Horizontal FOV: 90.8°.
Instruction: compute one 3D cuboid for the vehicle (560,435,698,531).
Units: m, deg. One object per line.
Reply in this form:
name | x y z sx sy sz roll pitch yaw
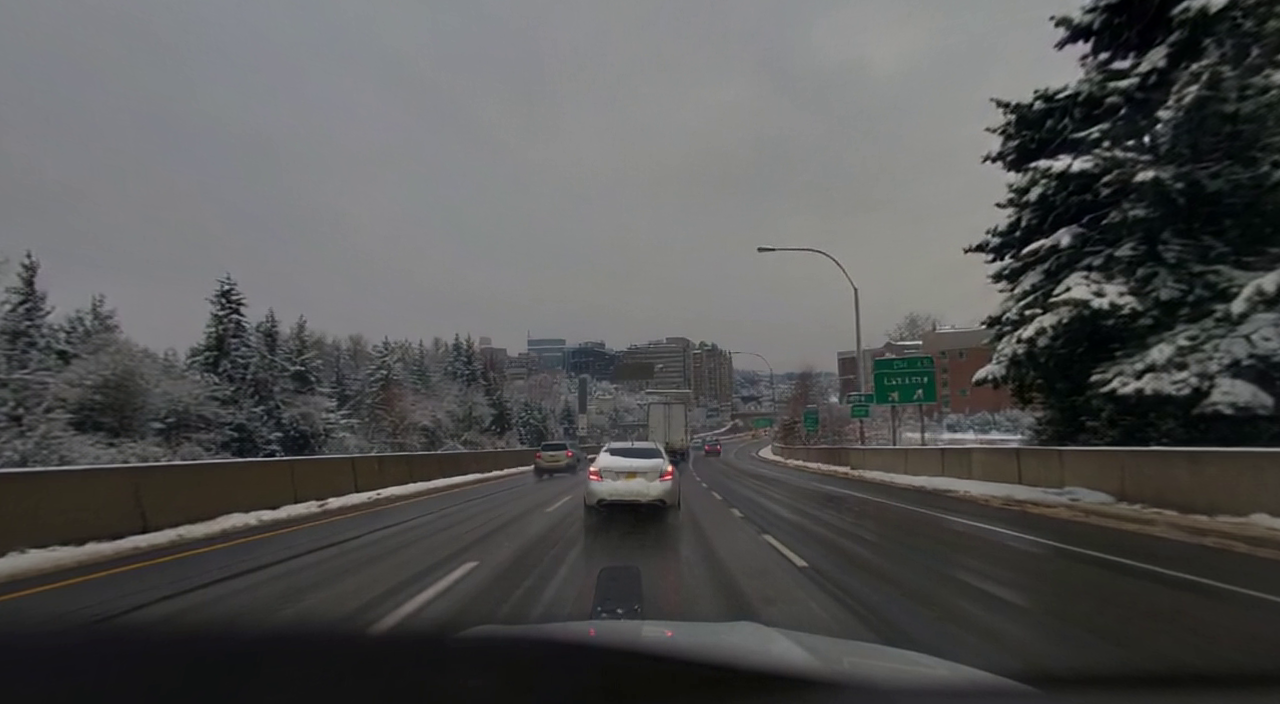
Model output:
vehicle | -0.142 2.342 11.867 2.136 1.470 3.971 -1 -9 1
